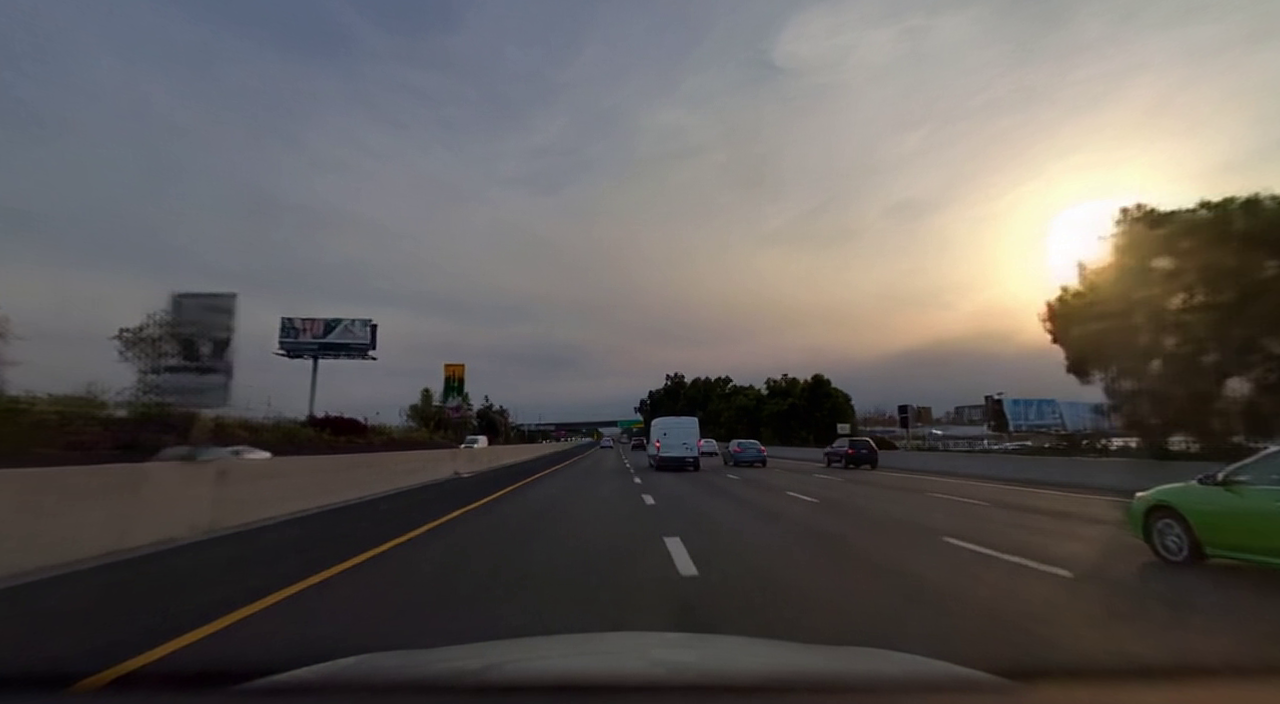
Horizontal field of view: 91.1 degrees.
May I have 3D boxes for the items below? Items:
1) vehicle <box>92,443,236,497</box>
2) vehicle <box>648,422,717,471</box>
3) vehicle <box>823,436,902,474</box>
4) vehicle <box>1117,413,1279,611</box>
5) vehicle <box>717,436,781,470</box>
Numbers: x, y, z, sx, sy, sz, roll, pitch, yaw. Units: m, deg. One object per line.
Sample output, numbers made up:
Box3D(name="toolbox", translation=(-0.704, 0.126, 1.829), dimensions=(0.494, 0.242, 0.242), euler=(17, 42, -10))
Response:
Box3D(name="vehicle", translation=(-15.620, 3.849, 20.895), dimensions=(1.870, 1.513, 3.866), euler=(-3, -8, -2))
Box3D(name="vehicle", translation=(1.834, 4.424, 29.539), dimensions=(2.546, 2.087, 5.404), euler=(0, -8, -4))
Box3D(name="vehicle", translation=(9.439, 4.358, 26.903), dimensions=(1.874, 1.496, 3.586), euler=(0, -8, -3))
Box3D(name="vehicle", translation=(5.991, 1.100, 3.916), dimensions=(2.003, 1.517, 4.936), euler=(0, -8, -2))
Box3D(name="vehicle", translation=(5.071, 4.756, 29.751), dimensions=(2.099, 1.510, 3.784), euler=(0, -8, -4))
